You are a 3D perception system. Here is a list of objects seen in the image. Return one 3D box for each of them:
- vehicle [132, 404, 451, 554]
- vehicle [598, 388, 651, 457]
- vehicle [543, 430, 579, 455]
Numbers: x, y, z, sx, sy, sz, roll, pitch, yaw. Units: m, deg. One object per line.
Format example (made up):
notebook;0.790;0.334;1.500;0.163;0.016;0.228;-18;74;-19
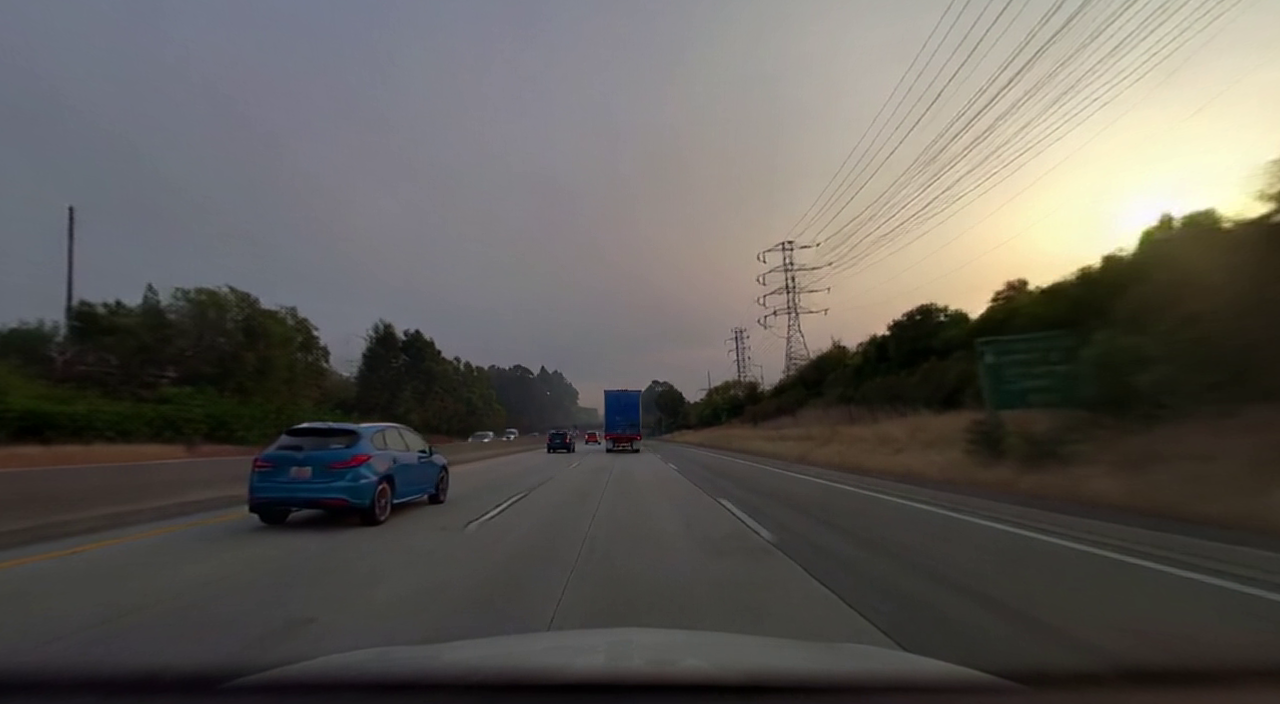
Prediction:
vehicle;-4.472;1.673;9.150;2.117;1.618;4.480;0;-8;-1
vehicle;-1.019;4.572;39.980;2.955;3.851;9.915;0;-8;-2
vehicle;-5.219;6.050;42.131;1.934;1.549;4.194;0;-8;-2
